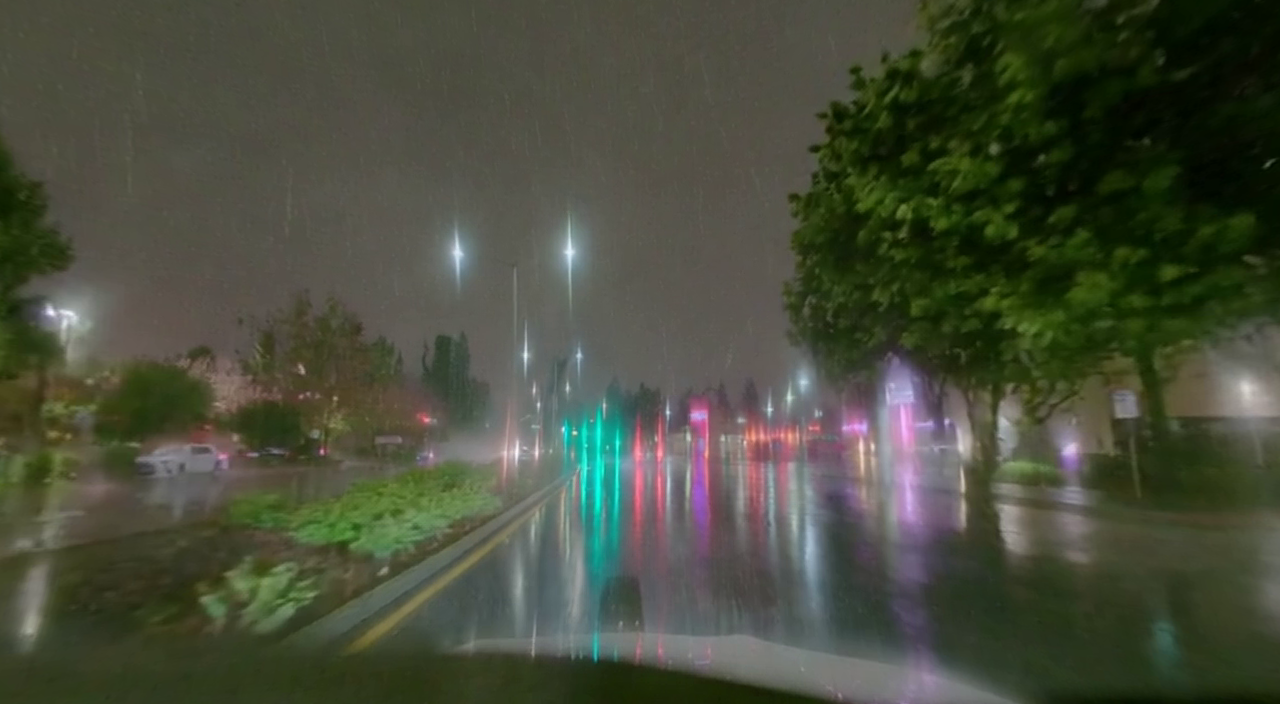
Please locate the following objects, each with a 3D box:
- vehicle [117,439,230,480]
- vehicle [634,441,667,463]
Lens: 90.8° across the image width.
[{"bbox_3d":[-20.428,4.721,27.942,1.874,1.651,4.259,0,-9,-3],"label":"vehicle"},{"bbox_3d":[0.706,7.195,45.486,1.913,1.473,4.360,1,-9,-5],"label":"vehicle"}]
